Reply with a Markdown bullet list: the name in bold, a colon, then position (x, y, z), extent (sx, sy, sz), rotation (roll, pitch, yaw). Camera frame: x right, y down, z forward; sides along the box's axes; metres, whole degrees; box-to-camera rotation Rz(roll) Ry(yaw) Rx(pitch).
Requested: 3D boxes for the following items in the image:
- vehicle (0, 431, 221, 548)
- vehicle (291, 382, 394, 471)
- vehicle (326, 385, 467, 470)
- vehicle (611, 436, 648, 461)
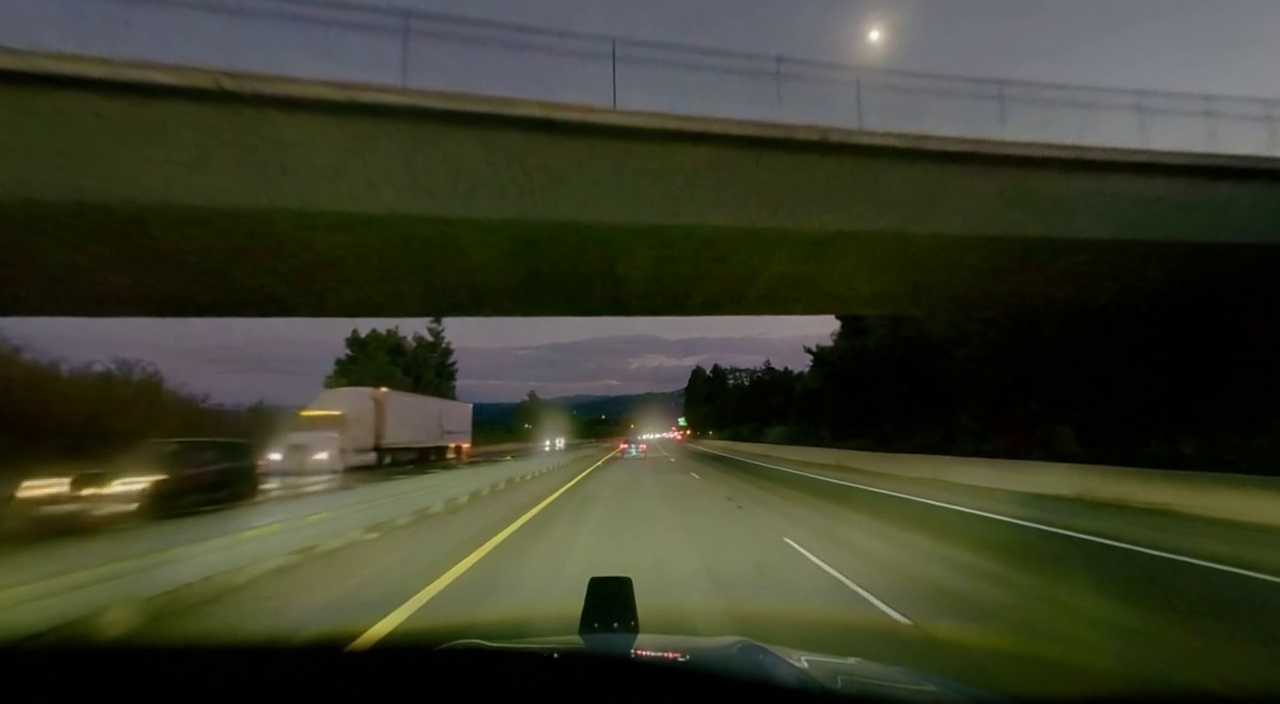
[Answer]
- **vehicle**: position (-8.405, 1.883, 9.381), extent (1.790, 1.375, 3.778), rotation (0, -7, -2)
- **vehicle**: position (-13.671, 3.457, 29.234), extent (3.204, 3.934, 2.841), rotation (0, -7, -1)
- **vehicle**: position (-13.768, 4.586, 37.718), extent (2.905, 4.072, 14.272), rotation (0, -8, -1)
- **vehicle**: position (-0.615, 5.481, 35.946), extent (1.996, 1.325, 4.029), rotation (0, -7, -1)
